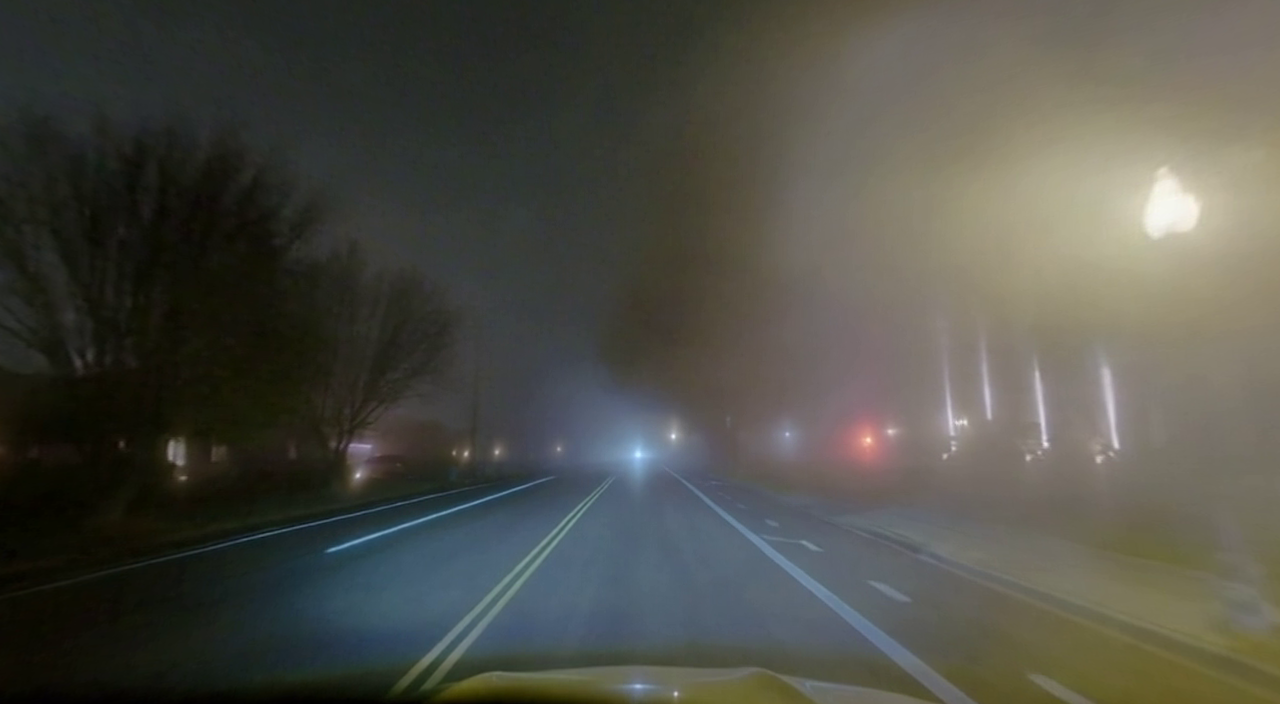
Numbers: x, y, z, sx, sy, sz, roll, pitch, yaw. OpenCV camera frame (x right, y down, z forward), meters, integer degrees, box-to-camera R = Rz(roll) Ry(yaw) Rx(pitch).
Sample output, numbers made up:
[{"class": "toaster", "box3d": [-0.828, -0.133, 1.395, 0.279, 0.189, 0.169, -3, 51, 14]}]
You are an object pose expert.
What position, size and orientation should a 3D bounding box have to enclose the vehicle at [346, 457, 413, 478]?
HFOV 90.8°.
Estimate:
[{"class": "vehicle", "box3d": [-19.039, 8.447, 46.228, 4.173, 1.423, 1.657, 0, -8, 3]}]
